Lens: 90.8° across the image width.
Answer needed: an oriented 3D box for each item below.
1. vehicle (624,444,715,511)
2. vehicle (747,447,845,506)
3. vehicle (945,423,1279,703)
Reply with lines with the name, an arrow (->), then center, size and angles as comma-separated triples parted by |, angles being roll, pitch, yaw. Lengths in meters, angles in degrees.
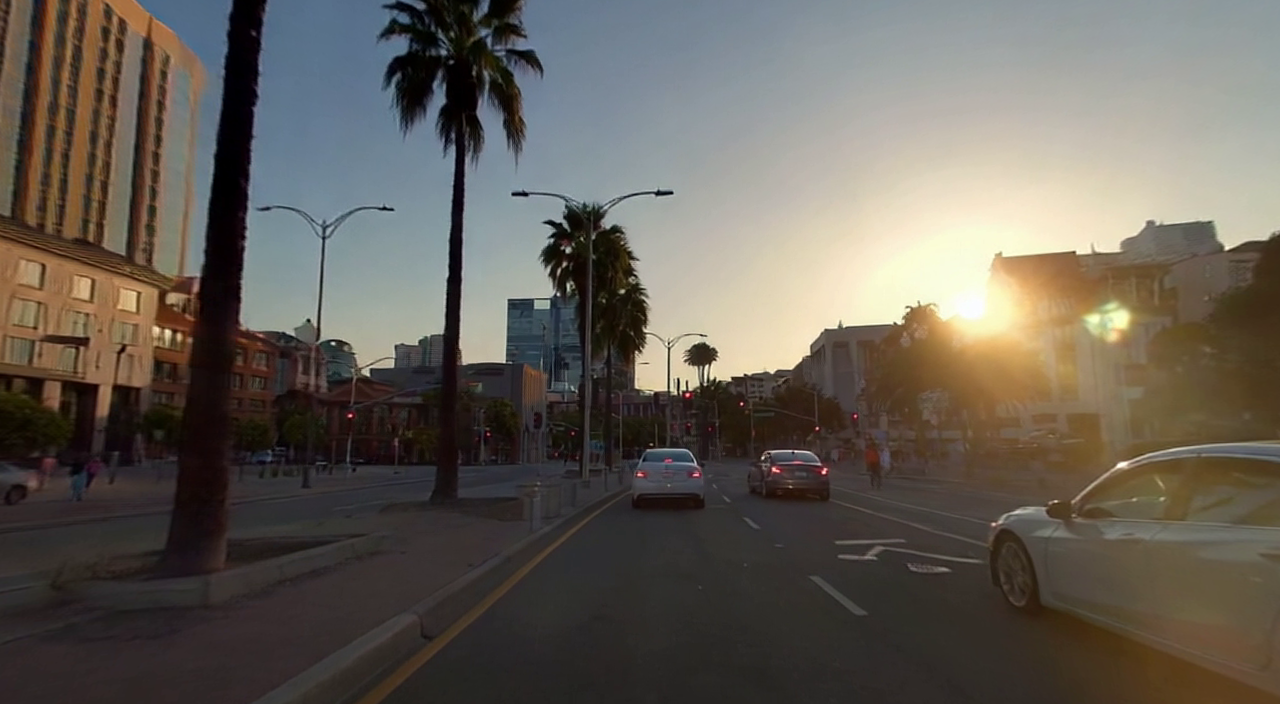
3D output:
vehicle -> 0.806, 3.159, 16.323 | 2.078, 1.503, 3.681 | -1, -9, 4
vehicle -> 4.357, 3.507, 18.347 | 1.920, 1.490, 4.417 | -1, -9, 3
vehicle -> 3.796, 1.199, 3.746 | 1.913, 1.469, 4.425 | -1, -9, 3
